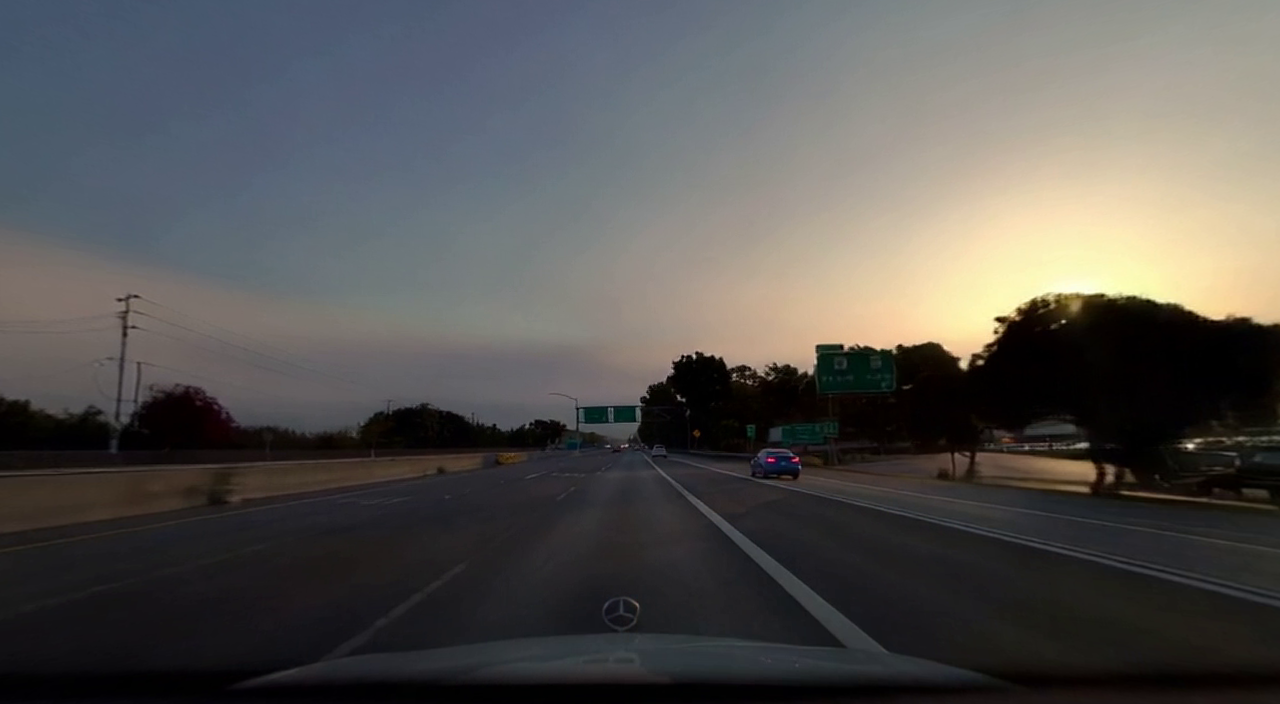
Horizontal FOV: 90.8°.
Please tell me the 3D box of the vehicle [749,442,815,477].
[{"bbox_3d":[6.737,5.146,30.495,1.958,1.498,4.447,1,-8,-2],"label":"vehicle"}]
